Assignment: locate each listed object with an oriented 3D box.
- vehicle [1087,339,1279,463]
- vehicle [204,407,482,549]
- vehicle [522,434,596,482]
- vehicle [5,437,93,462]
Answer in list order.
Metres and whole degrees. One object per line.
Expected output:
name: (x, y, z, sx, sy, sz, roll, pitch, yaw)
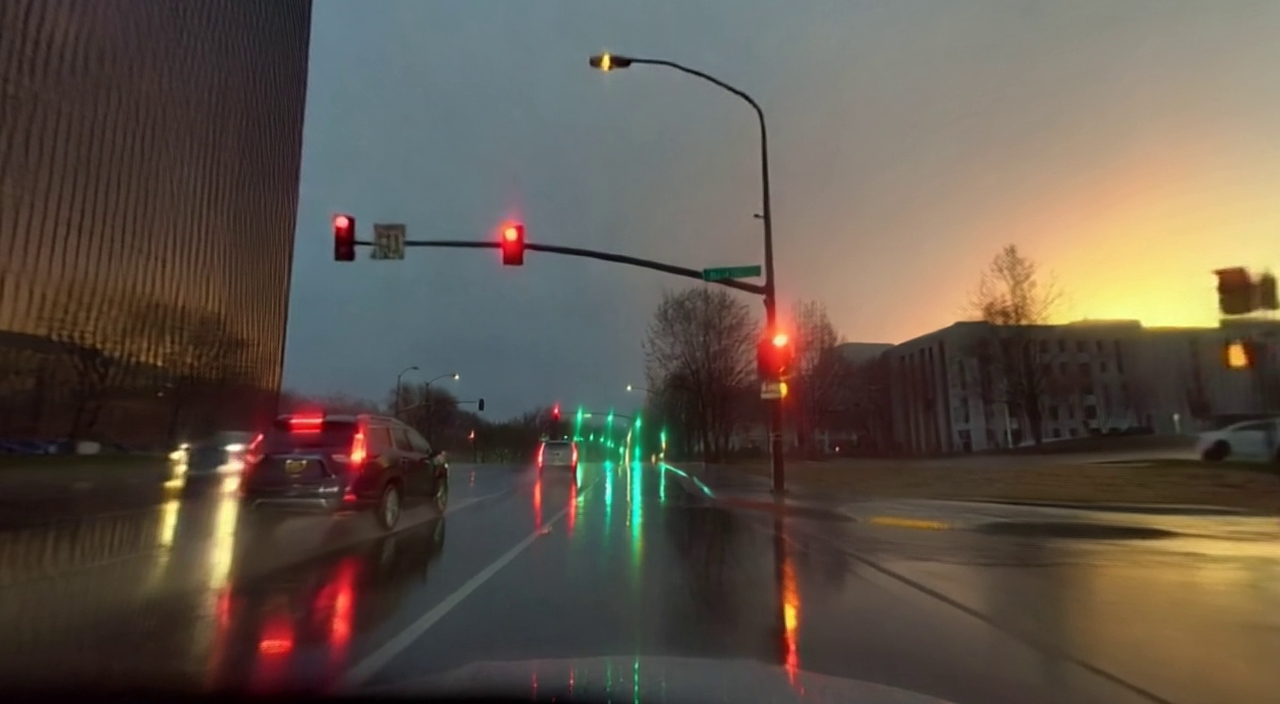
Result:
vehicle: (15.828, 1.479, 16.880, 4.005, 2.827, 4.538, 2, -8, -10)
vehicle: (-4.323, 1.905, 10.252, 2.169, 1.741, 4.588, 0, -8, 1)
vehicle: (-3.388, 4.568, 27.473, 2.384, 1.849, 5.009, 0, -8, 2)
vehicle: (-37.933, 6.295, 40.477, 3.794, 1.481, 1.758, 1, -10, 1)
